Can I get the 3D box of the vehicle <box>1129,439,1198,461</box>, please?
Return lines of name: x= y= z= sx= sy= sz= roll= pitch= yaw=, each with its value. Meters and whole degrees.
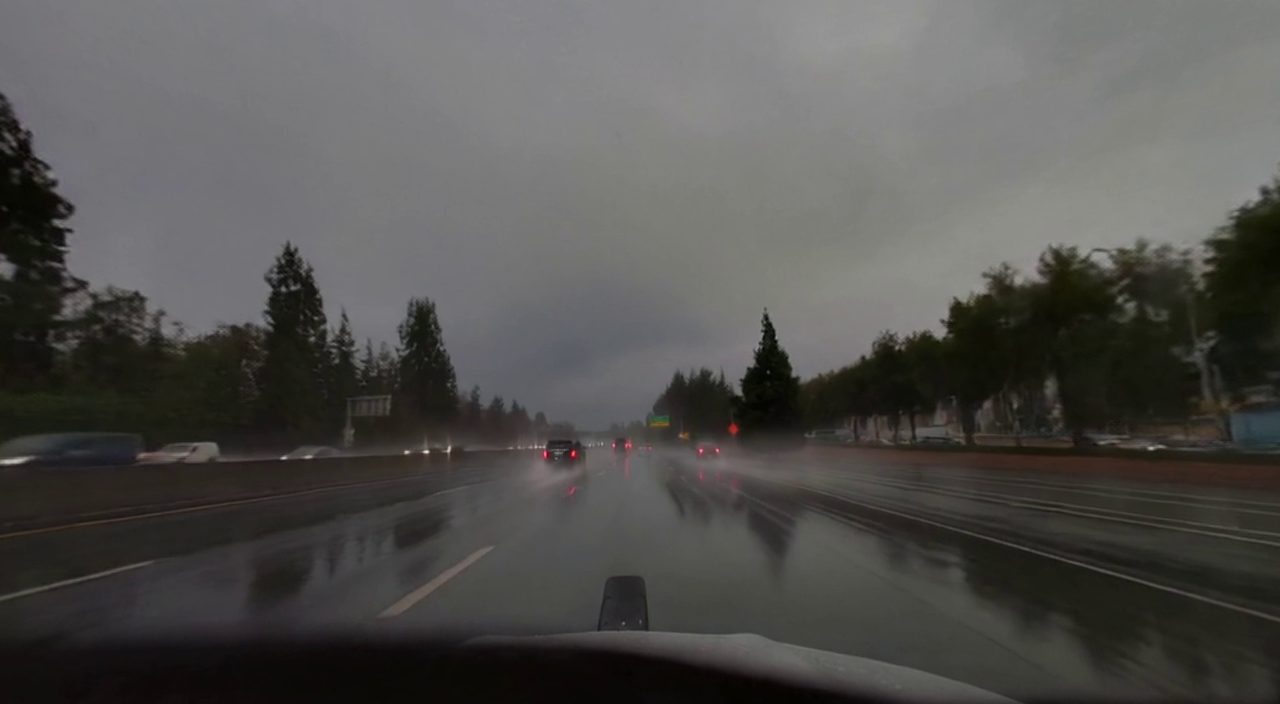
vehicle: x=37.044 y=6.966 z=44.691 sx=3.350 sy=1.347 sz=1.608 roll=-3 pitch=-8 yaw=-1

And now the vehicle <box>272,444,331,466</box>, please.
vehicle: x=-24.466 y=7.451 z=45.778 sx=1.774 sy=1.501 sz=4.471 roll=0 pitch=-8 yaw=1

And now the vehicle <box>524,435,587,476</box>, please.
vehicle: x=-3.775 y=4.717 z=28.982 sx=2.196 sy=1.733 sz=4.355 roll=0 pitch=-8 yaw=1

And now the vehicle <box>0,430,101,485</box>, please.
vehicle: x=-21.027 y=3.371 z=20.251 sx=2.244 sy=1.684 sz=5.795 roll=0 pitch=-8 yaw=1

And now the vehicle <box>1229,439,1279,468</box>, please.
vehicle: x=36.859 y=5.822 z=36.350 sx=3.856 sy=1.480 sz=1.766 roll=-3 pitch=-8 yaw=0

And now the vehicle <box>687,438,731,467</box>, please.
vehicle: x=4.227 y=6.275 z=39.487 sx=2.229 sy=1.704 sz=4.392 roll=0 pitch=-8 yaw=0

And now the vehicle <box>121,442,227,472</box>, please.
vehicle: x=-28.417 y=6.406 z=38.768 sx=2.158 sy=1.692 sz=5.672 roll=0 pitch=-8 yaw=1
